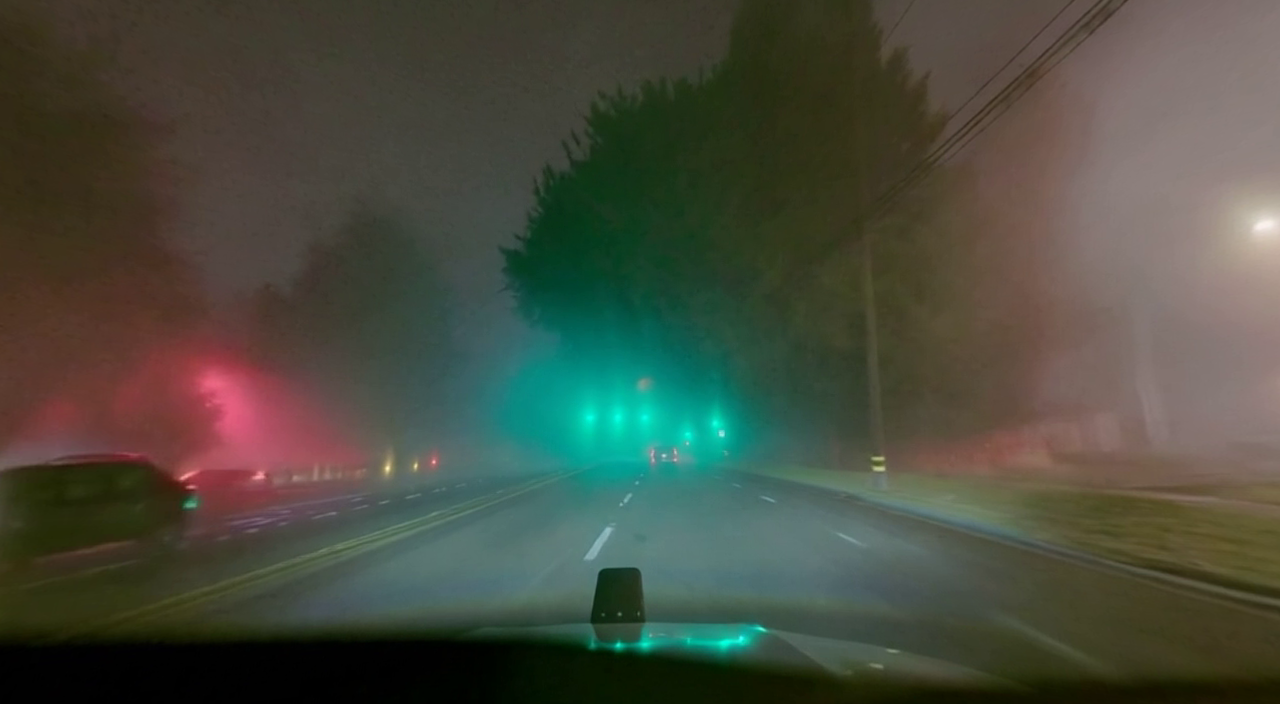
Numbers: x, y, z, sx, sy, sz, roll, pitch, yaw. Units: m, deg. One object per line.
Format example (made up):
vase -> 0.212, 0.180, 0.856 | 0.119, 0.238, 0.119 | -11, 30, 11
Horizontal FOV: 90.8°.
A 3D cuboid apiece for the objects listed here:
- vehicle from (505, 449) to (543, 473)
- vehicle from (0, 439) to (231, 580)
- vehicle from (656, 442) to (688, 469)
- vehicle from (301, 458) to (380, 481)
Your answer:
vehicle -> -9.033, 8.497, 49.493 | 1.985, 1.741, 4.370 | -1, -8, 2
vehicle -> -10.085, 2.468, 10.559 | 2.337, 1.963, 5.862 | -1, -8, 3
vehicle -> 2.236, 7.356, 45.142 | 2.215, 1.799, 4.426 | 0, -8, 2
vehicle -> -20.444, 8.025, 43.198 | 4.455, 1.464, 1.885 | -1, -9, 8
